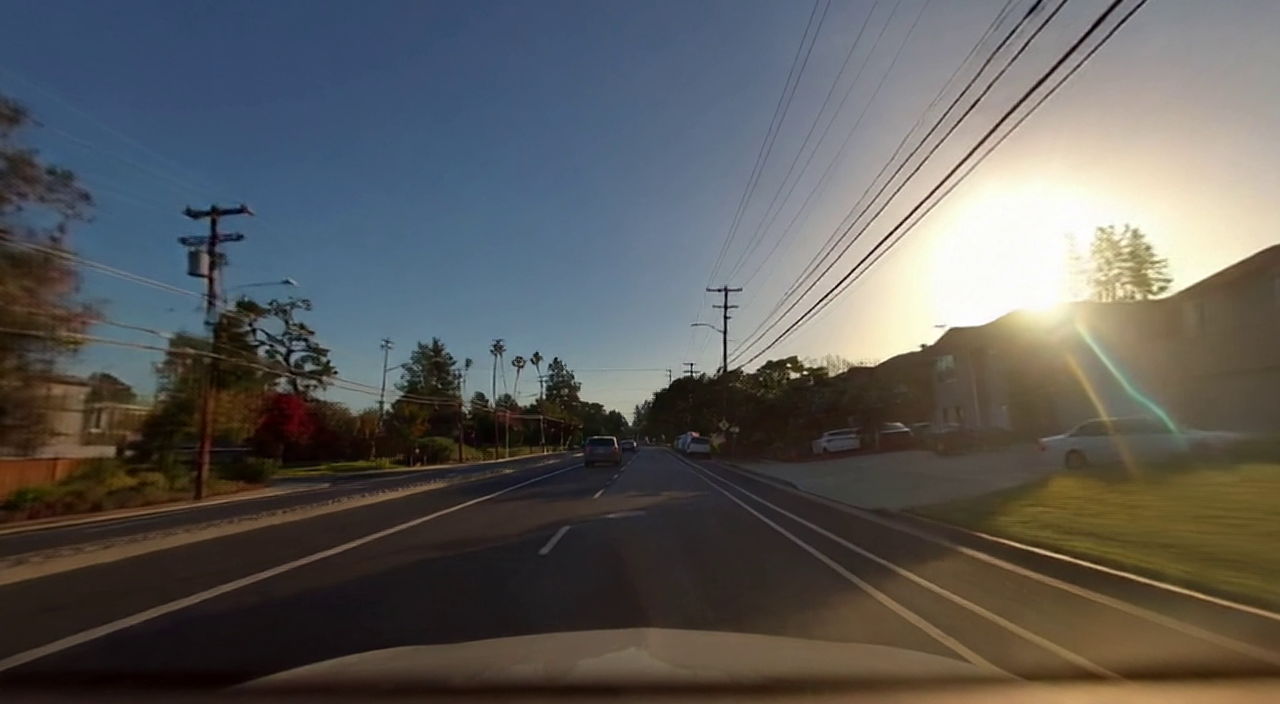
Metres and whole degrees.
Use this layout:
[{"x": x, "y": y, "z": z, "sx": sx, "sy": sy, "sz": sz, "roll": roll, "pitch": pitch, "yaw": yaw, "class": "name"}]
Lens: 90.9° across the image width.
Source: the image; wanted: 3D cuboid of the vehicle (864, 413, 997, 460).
[{"x": 12.497, "y": 3.683, "z": 27.317, "sx": 4.719, "sy": 1.553, "sz": 1.889, "roll": -5, "pitch": -8, "yaw": 0, "class": "vehicle"}]

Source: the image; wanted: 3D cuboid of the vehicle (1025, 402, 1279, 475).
[{"x": 11.844, "y": 2.046, "z": 14.636, "sx": 2.212, "sy": 1.404, "sz": 4.283, "roll": 2, "pitch": -10, "yaw": -33, "class": "vehicle"}]

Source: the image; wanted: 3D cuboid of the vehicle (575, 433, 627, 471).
[{"x": -1.971, "y": 5.320, "z": 33.817, "sx": 2.327, "sy": 1.861, "sz": 4.941, "roll": 0, "pitch": -9, "yaw": 2, "class": "vehicle"}]
